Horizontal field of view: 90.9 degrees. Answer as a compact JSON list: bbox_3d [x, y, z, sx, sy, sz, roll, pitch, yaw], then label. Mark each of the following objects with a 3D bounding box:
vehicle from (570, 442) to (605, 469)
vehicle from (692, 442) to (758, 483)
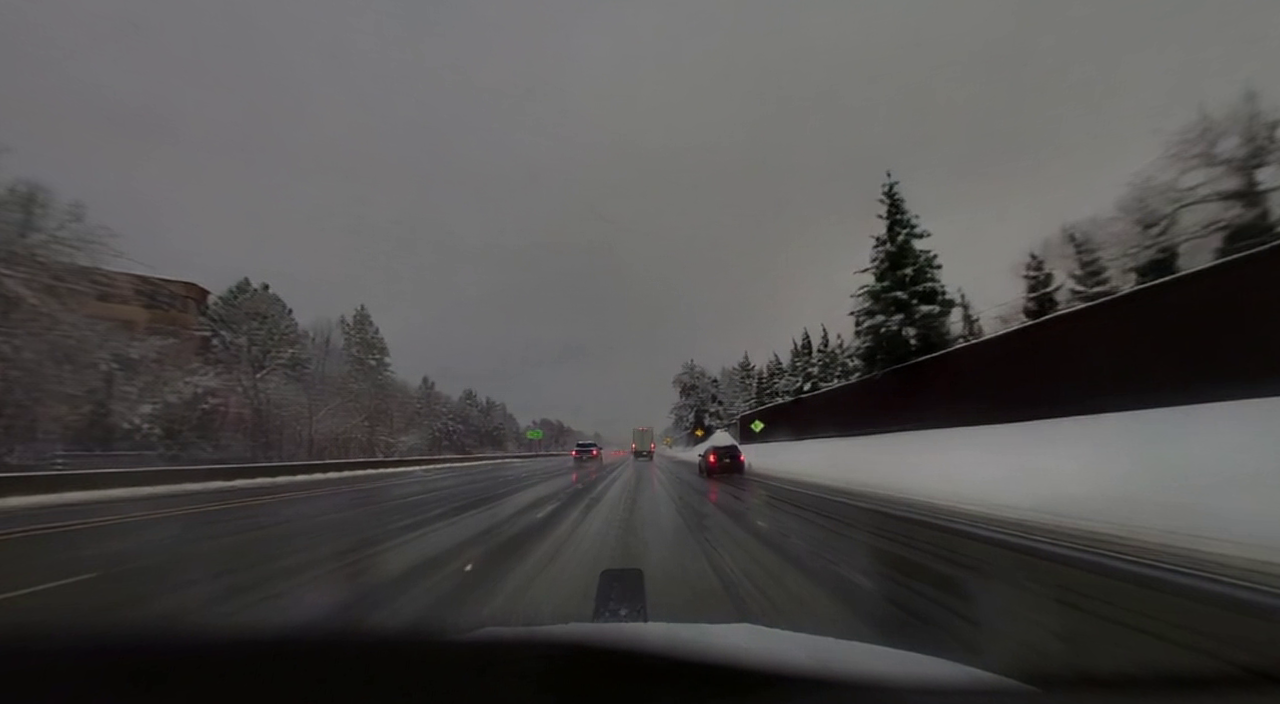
[{"bbox_3d":[-3.611,7.255,44.296,2.014,1.811,4.369,0,-9,1],"label":"vehicle"},{"bbox_3d":[3.428,4.563,26.238,1.973,1.536,4.337,0,-9,-2],"label":"vehicle"}]
